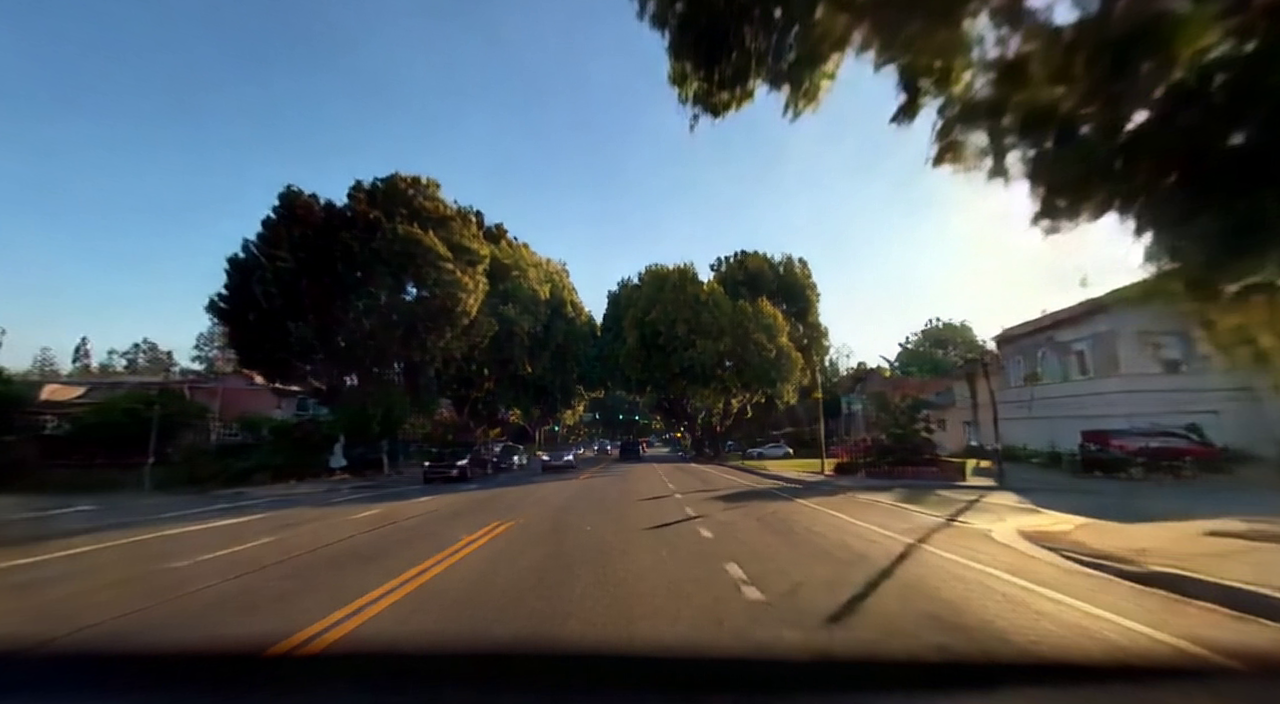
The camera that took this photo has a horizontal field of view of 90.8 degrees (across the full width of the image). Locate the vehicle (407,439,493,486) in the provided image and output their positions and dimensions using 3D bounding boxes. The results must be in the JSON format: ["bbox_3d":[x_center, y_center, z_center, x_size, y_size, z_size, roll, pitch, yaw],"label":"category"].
[{"bbox_3d":[-7.480,4.368,25.388,2.069,1.654,4.458,-1,-9,0],"label":"vehicle"}]

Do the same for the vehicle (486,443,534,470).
[{"bbox_3d":[-8.039,6.476,39.450,2.054,1.528,4.297,-1,-9,0],"label":"vehicle"}]

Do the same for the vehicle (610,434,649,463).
[{"bbox_3d":[-0.677,6.735,44.081,2.554,1.902,5.329,0,-9,1],"label":"vehicle"}]

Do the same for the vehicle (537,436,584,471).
[{"bbox_3d":[-4.230,5.461,34.065,1.955,1.723,4.287,0,-9,0],"label":"vehicle"}]
